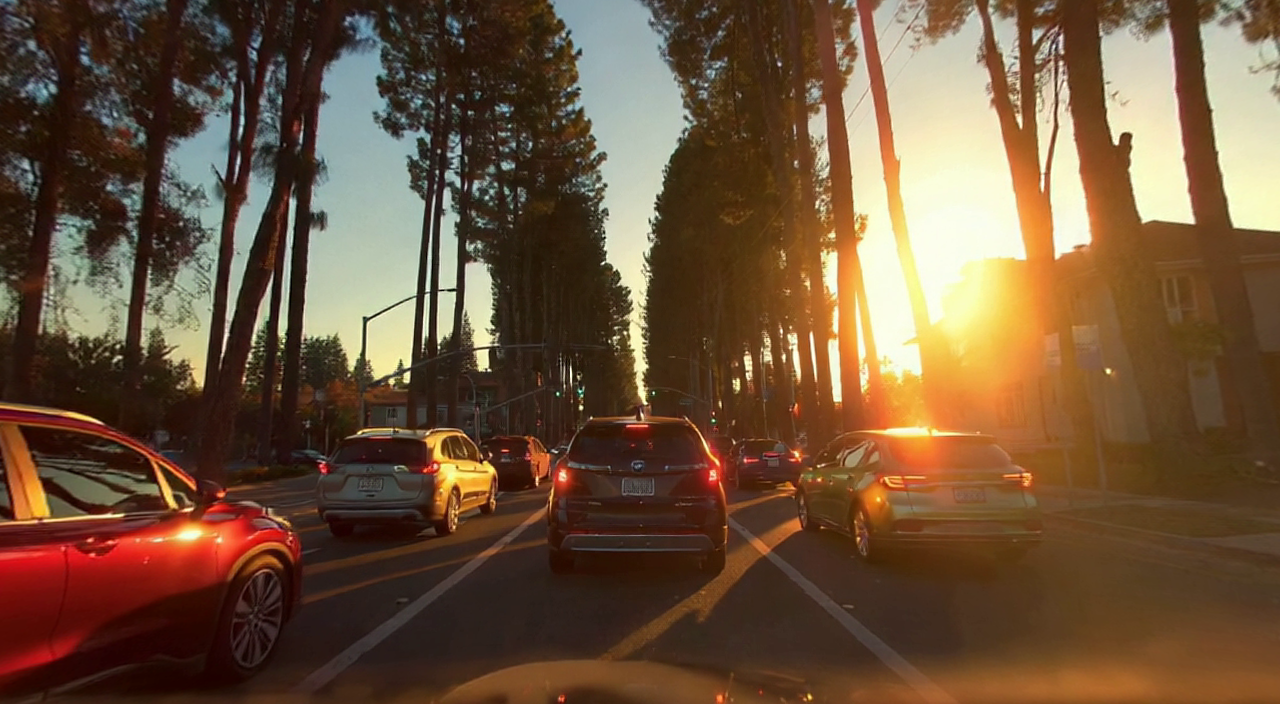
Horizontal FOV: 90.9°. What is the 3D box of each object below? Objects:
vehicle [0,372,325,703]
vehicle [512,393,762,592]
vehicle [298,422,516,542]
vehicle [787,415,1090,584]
[{"bbox_3d":[-3.780,0.995,3.308,1.929,1.641,4.193,0,-8,2],"label":"vehicle"},{"bbox_3d":[-0.004,1.538,7.652,2.193,1.744,4.033,0,-8,1],"label":"vehicle"},{"bbox_3d":[-3.654,2.117,10.926,2.042,1.641,4.314,0,-8,1],"label":"vehicle"},{"bbox_3d":[3.267,1.672,7.864,1.922,1.579,3.642,0,-8,-1],"label":"vehicle"}]
